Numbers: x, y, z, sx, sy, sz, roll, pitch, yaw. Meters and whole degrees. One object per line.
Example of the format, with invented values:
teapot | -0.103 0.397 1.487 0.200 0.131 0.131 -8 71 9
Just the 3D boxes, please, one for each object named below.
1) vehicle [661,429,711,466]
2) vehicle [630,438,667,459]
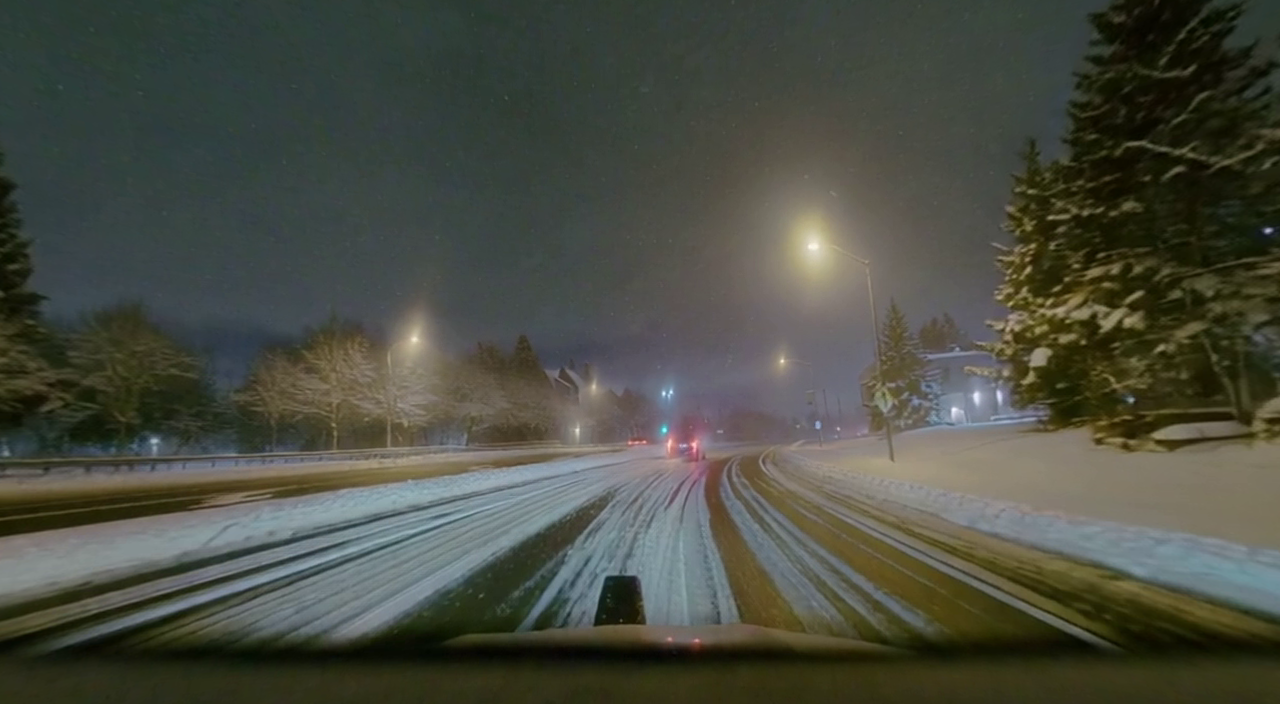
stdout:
vehicle | 2.729 5.489 36.395 2.356 1.931 4.840 -2 -9 10
vehicle | 0.675 7.108 46.600 1.952 1.472 4.312 -2 -9 11
